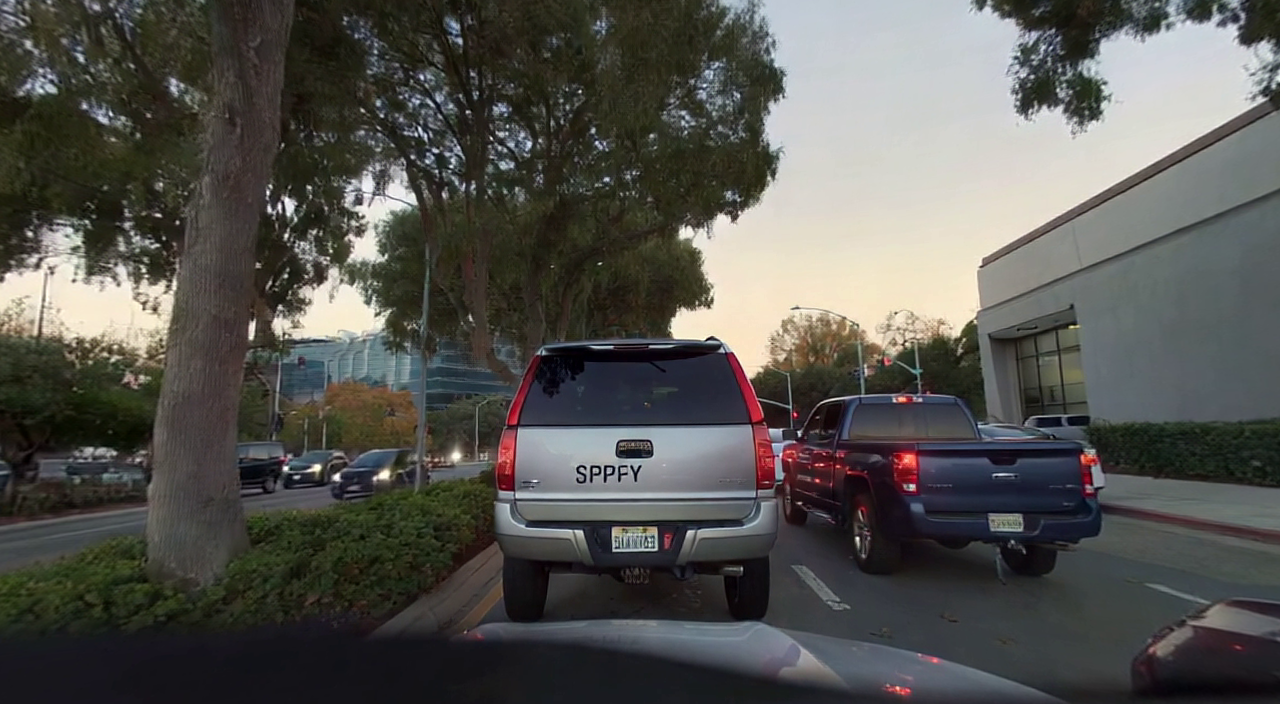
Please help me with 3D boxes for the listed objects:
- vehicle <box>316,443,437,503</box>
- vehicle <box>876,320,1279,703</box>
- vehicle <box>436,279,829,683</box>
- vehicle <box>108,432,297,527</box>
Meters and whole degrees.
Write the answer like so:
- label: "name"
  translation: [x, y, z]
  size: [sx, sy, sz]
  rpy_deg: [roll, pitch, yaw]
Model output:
- label: "vehicle"
  translation: [-9.125, 4.201, 22.388]
  size: [2.128, 1.868, 4.863]
  rpy_deg: [0, -8, 1]
- label: "vehicle"
  translation: [3.076, 0.985, 3.460]
  size: [2.022, 1.700, 4.410]
  rpy_deg: [0, -8, 3]
- label: "vehicle"
  translation: [0.014, 1.042, 5.971]
  size: [2.267, 2.372, 4.366]
  rpy_deg: [0, -8, 2]
- label: "vehicle"
  translation: [-16.054, 4.624, 23.772]
  size: [2.741, 2.730, 6.221]
  rpy_deg: [-7, -8, -1]
